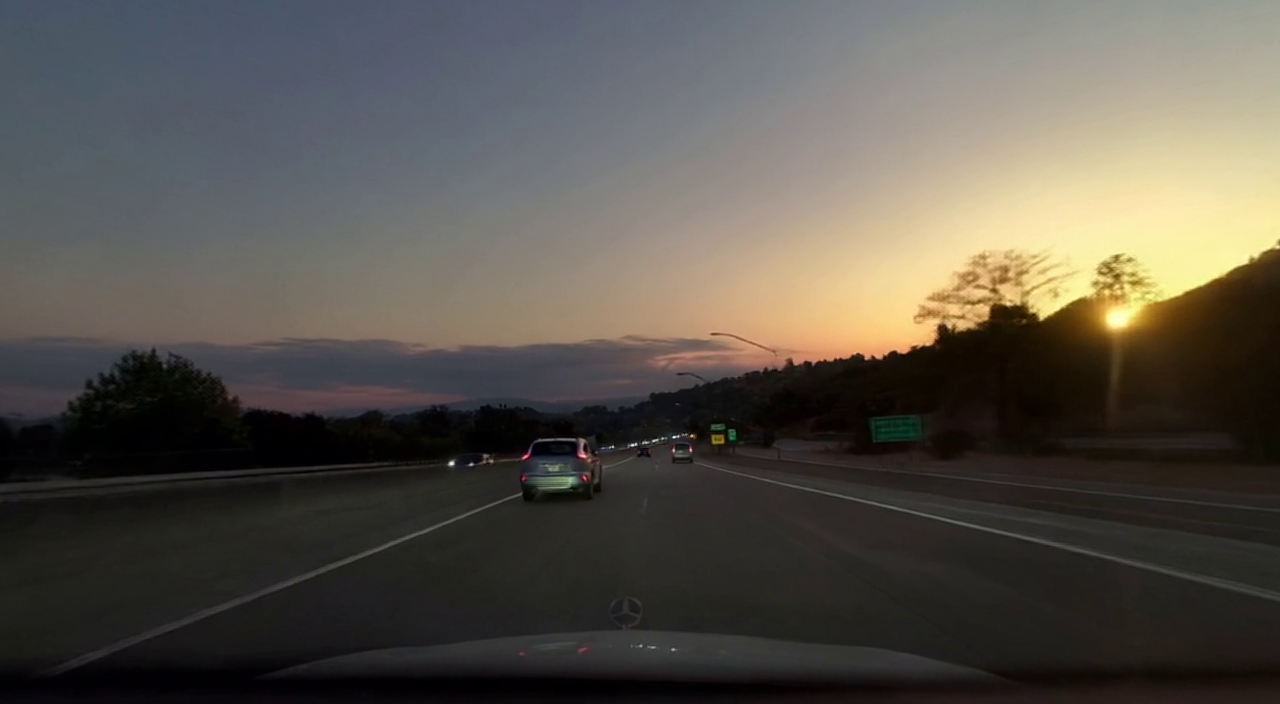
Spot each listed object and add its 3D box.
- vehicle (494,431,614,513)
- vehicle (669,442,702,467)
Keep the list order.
[{"bbox_3d":[-1.901,2.851,15.484,2.143,1.693,4.513,-1,-9,2],"label":"vehicle"},{"bbox_3d":[3.186,7.263,44.805,2.073,1.621,3.993,-1,-9,1],"label":"vehicle"}]
